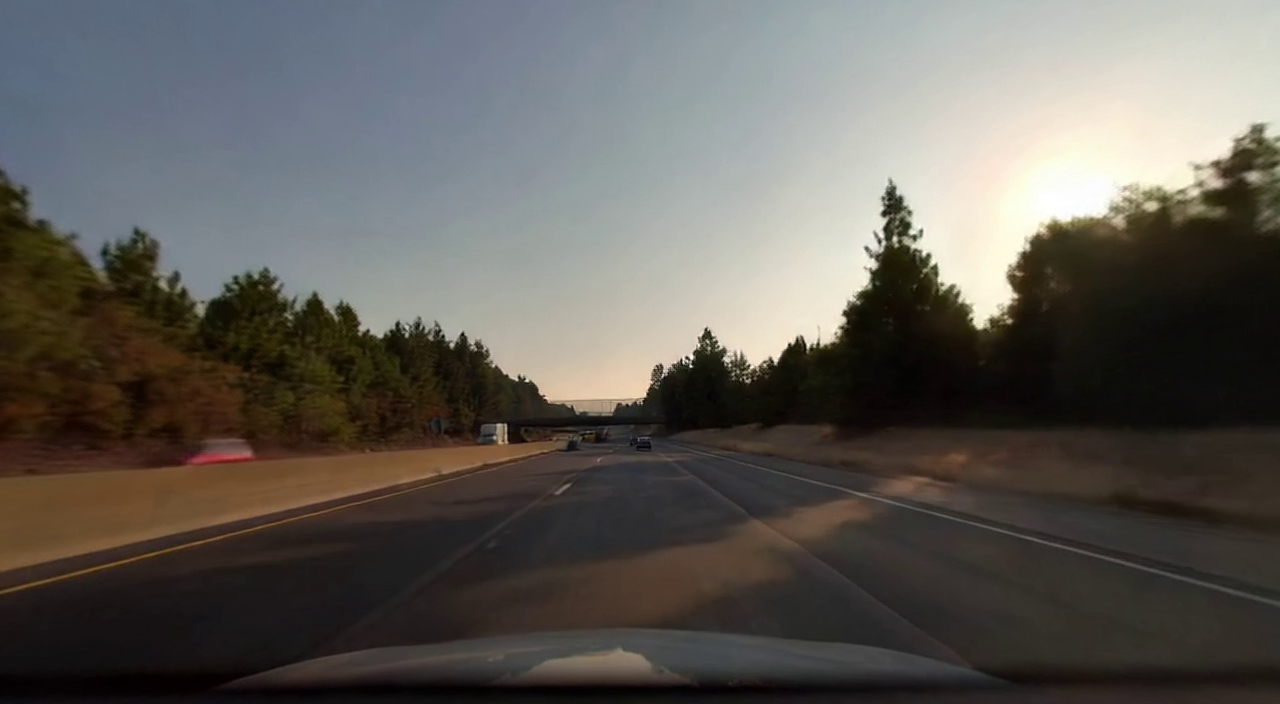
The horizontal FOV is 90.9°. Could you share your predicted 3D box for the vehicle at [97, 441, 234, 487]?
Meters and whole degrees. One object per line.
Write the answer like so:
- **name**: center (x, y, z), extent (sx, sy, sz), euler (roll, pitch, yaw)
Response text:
- **vehicle**: center (-16.395, 3.858, 22.072), extent (1.744, 1.433, 3.967), euler (0, -8, -1)
